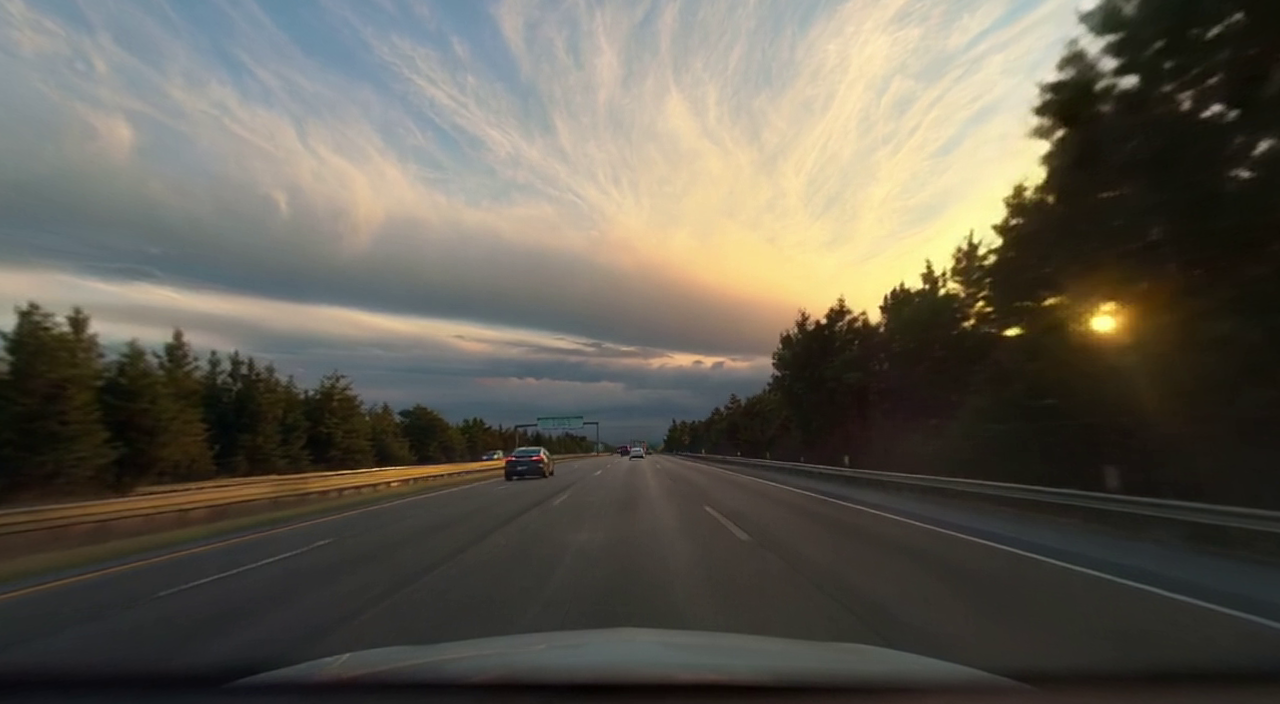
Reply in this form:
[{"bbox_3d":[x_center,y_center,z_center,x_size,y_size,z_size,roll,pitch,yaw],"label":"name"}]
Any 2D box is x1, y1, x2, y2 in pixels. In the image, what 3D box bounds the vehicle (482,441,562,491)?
[{"bbox_3d":[-4.126,4.063,22.741,1.958,1.587,4.801,0,-9,0],"label":"vehicle"}]
